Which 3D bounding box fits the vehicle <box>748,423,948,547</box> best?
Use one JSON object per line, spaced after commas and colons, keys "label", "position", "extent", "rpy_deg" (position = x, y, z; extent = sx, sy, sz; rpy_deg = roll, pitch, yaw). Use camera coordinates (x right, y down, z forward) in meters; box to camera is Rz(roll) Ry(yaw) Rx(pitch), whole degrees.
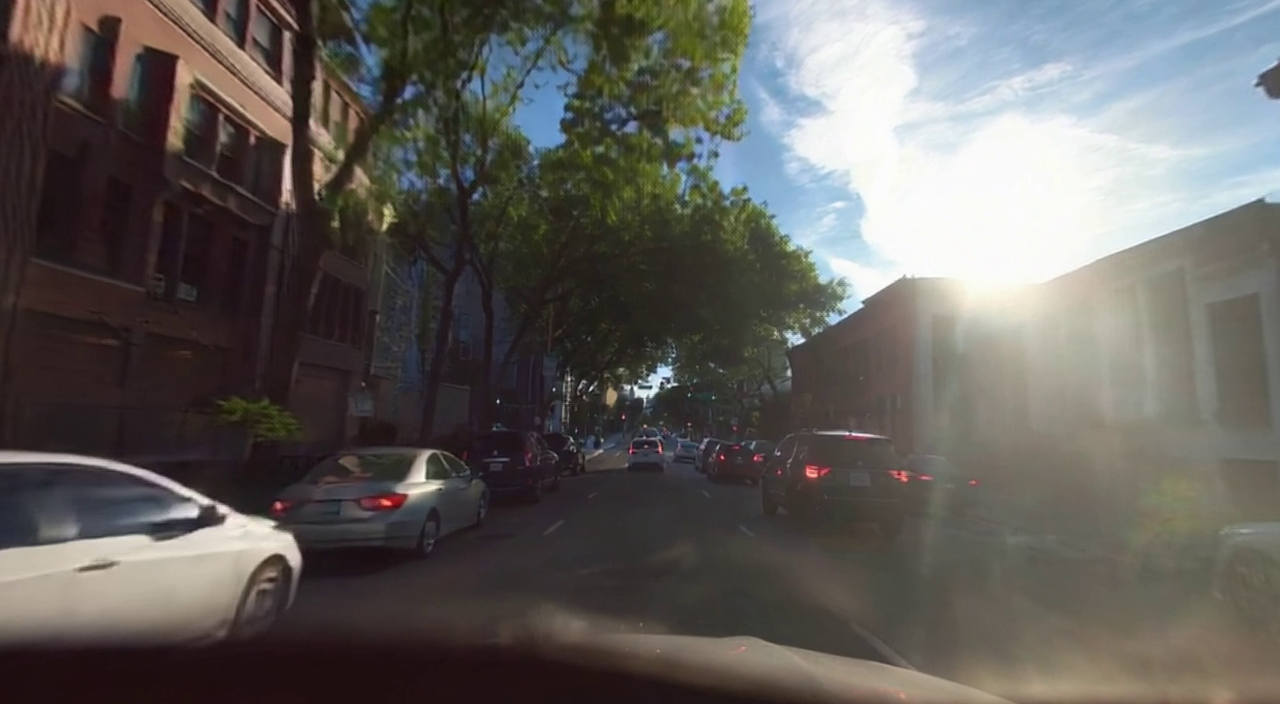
{"label": "vehicle", "position": [3.302, 2.204, 11.109], "extent": [2.002, 1.707, 4.547], "rpy_deg": [0, -8, 0]}

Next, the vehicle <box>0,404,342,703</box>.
{"label": "vehicle", "position": [-3.252, 0.954, 2.423], "extent": [1.863, 1.466, 4.416], "rpy_deg": [-1, -8, 3]}

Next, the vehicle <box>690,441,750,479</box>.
{"label": "vehicle", "position": [3.376, 4.635, 27.241], "extent": [1.966, 1.475, 4.528], "rpy_deg": [0, -8, 0]}

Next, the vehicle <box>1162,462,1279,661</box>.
{"label": "vehicle", "position": [6.354, 1.643, 4.347], "extent": [1.913, 1.624, 4.116], "rpy_deg": [0, -8, 0]}

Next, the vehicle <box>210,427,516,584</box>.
{"label": "vehicle", "position": [-3.038, 1.766, 8.111], "extent": [1.926, 1.456, 4.313], "rpy_deg": [0, -8, 1]}

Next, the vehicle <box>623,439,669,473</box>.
{"label": "vehicle", "position": [0.293, 4.795, 29.154], "extent": [2.007, 1.460, 3.923], "rpy_deg": [0, -8, 1]}
